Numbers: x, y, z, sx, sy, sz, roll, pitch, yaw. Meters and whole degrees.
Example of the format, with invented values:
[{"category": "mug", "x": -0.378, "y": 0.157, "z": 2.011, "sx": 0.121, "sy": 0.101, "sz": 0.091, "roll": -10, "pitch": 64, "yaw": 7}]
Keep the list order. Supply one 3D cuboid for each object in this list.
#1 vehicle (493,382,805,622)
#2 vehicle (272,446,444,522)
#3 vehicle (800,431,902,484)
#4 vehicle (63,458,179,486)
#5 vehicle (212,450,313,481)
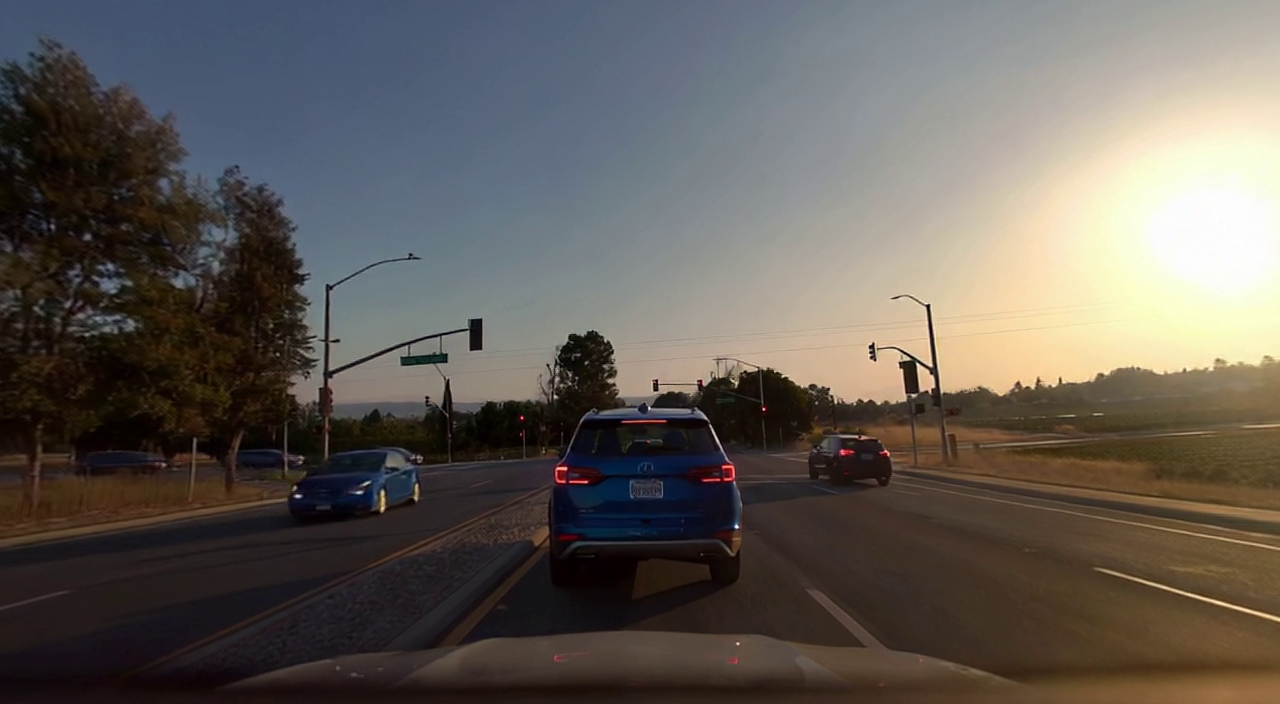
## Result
[{"category": "vehicle", "x": 0.056, "y": 1.409, "z": 6.816, "sx": 2.298, "sy": 1.770, "sz": 4.138, "roll": 0, "pitch": -8, "yaw": 0}, {"category": "vehicle", "x": -6.391, "y": 3.001, "z": 15.057, "sx": 2.425, "sy": 1.480, "sz": 4.707, "roll": 1, "pitch": -8, "yaw": -7}, {"category": "vehicle", "x": 7.121, "y": 3.603, "z": 21.825, "sx": 2.012, "sy": 1.636, "sz": 4.352, "roll": 0, "pitch": -8, "yaw": 0}, {"category": "vehicle", "x": -29.315, "y": 6.788, "z": 35.734, "sx": 4.559, "sy": 1.458, "sz": 2.265, "roll": 0, "pitch": -8, "yaw": 2}, {"category": "vehicle", "x": -21.414, "y": 6.407, "z": 35.838, "sx": 4.608, "sy": 1.680, "sz": 2.026, "roll": -2, "pitch": -8, "yaw": 10}]
